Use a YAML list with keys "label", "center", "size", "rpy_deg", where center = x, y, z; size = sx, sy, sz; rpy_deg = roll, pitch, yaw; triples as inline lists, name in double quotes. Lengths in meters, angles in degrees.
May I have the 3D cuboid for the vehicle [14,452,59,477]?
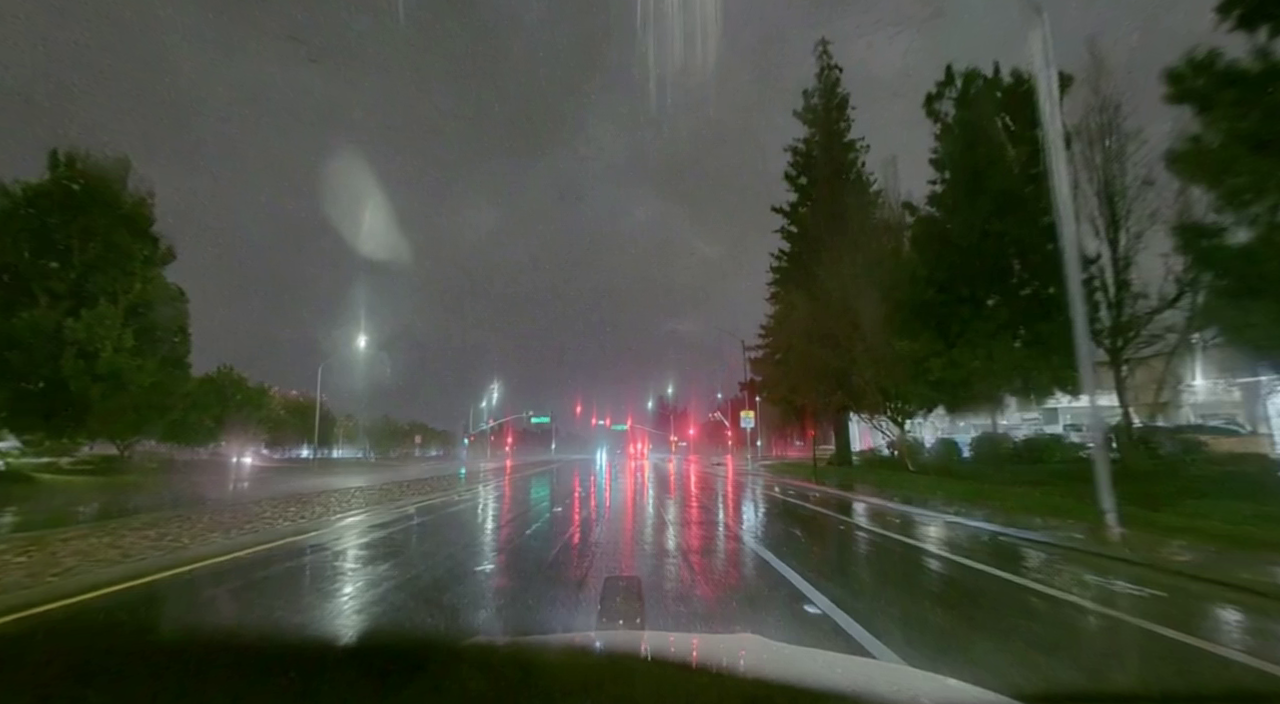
- label: "vehicle"
  center: [-38.057, 7.087, 39.898]
  size: [1.804, 1.456, 3.750]
  rpy_deg: [5, -11, -41]
